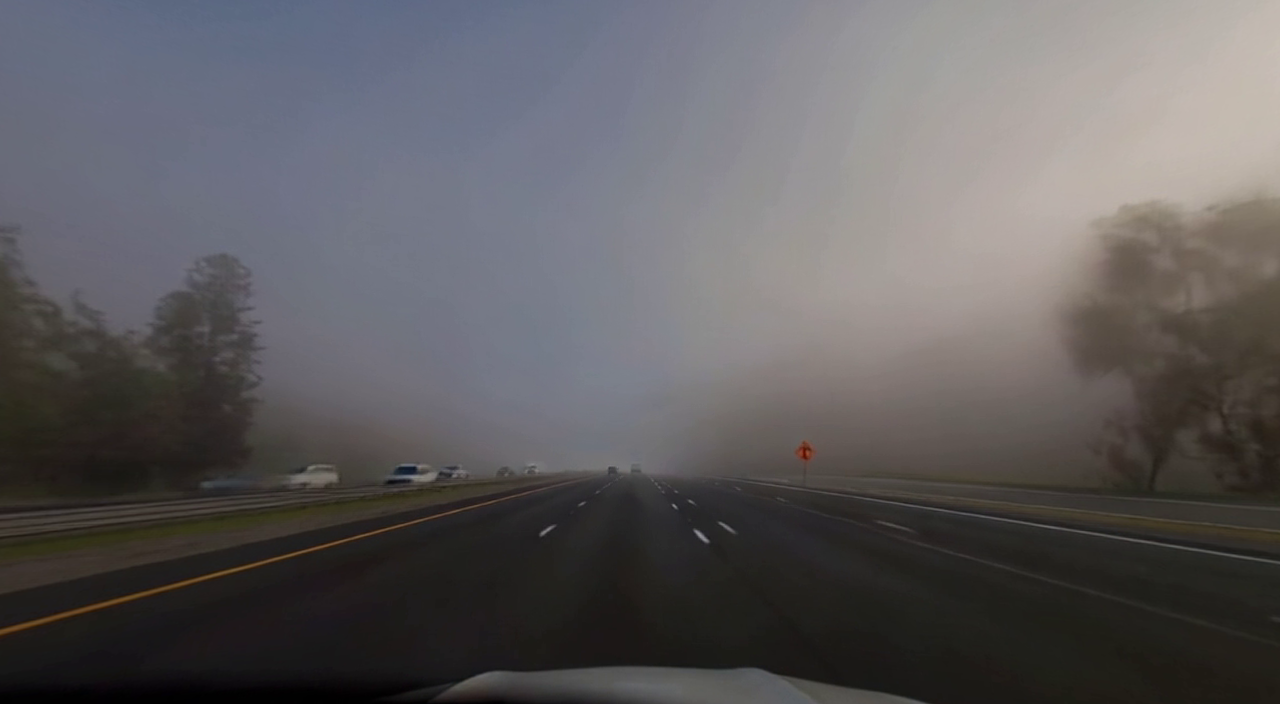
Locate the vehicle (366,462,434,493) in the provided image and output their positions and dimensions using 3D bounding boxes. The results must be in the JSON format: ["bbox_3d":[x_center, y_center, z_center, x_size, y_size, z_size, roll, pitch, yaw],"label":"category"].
[{"bbox_3d":[-12.453,6.538,32.900,1.905,1.475,4.133,1,-10,0],"label":"vehicle"}]

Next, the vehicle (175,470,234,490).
[{"bbox_3d":[-33.987,9.972,49.153,1.873,1.469,3.833,1,-10,-1],"label":"vehicle"}]

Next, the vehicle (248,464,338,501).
[{"bbox_3d":[-16.568,6.233,30.265,1.826,1.568,4.309,1,-10,1],"label":"vehicle"}]
